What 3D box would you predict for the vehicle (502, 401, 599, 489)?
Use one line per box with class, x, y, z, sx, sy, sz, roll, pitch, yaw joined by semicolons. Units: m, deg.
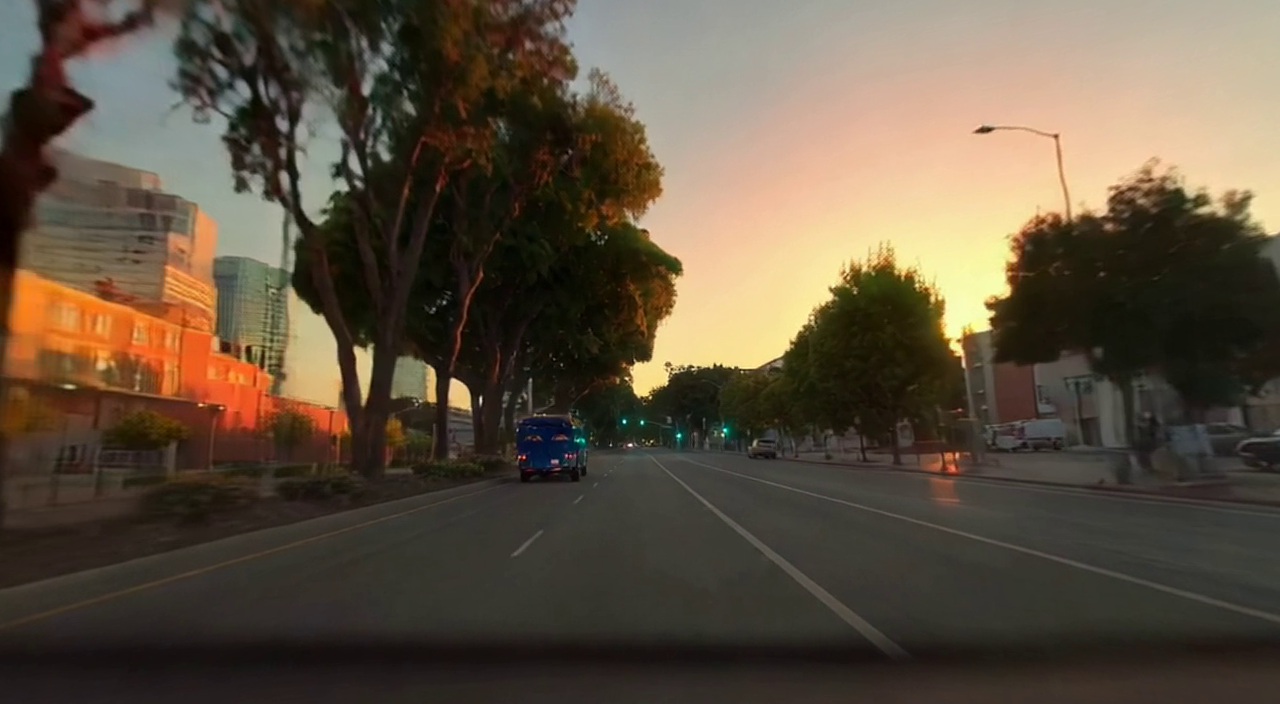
vehicle;-3.038;3.420;23.154;2.633;2.787;5.796;0;-9;1
